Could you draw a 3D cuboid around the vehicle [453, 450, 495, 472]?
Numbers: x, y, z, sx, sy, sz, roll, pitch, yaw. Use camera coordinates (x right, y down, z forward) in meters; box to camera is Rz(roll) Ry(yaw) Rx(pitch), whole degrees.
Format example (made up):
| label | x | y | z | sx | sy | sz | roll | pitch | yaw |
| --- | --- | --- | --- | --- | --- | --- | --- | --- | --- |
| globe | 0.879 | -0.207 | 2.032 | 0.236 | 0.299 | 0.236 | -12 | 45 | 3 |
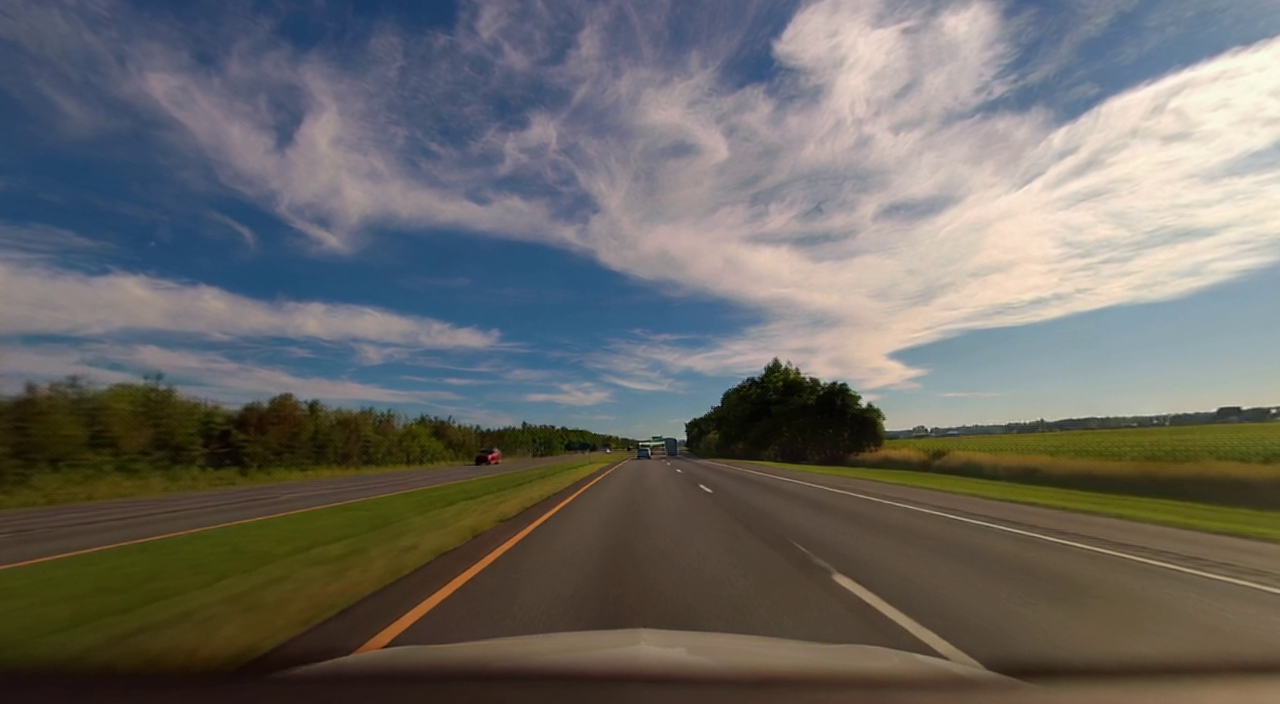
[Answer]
| label | x | y | z | sx | sy | sz | roll | pitch | yaw |
| --- | --- | --- | --- | --- | --- | --- | --- | --- | --- |
| vehicle | -12.816 | 8.406 | 48.956 | 1.993 | 1.537 | 4.613 | -2 | -9 | 1 |
